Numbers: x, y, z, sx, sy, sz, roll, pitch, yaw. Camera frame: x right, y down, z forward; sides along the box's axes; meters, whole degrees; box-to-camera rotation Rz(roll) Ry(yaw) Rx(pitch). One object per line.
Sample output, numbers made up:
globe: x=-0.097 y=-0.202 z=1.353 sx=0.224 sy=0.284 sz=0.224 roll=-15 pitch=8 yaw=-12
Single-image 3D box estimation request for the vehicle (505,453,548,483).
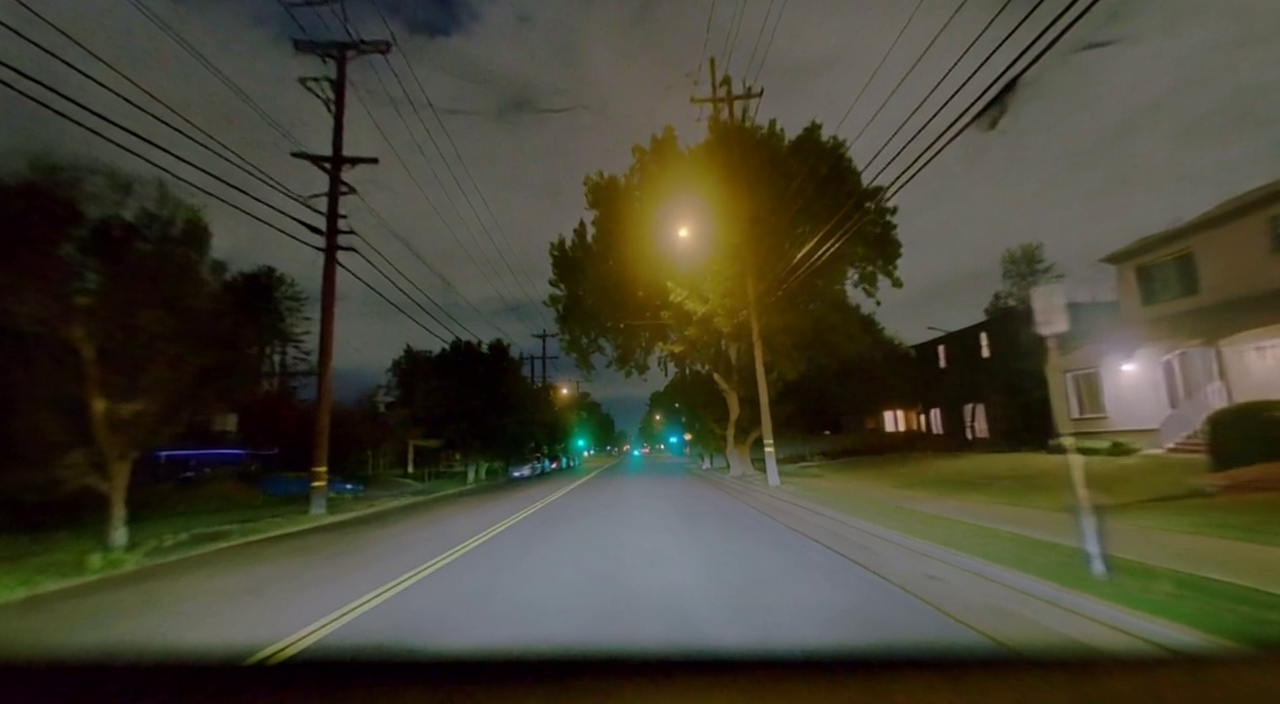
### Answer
vehicle: x=-7.275 y=7.469 z=40.899 sx=1.869 sy=1.442 sz=4.344 roll=-9 pitch=-8 yaw=-1
